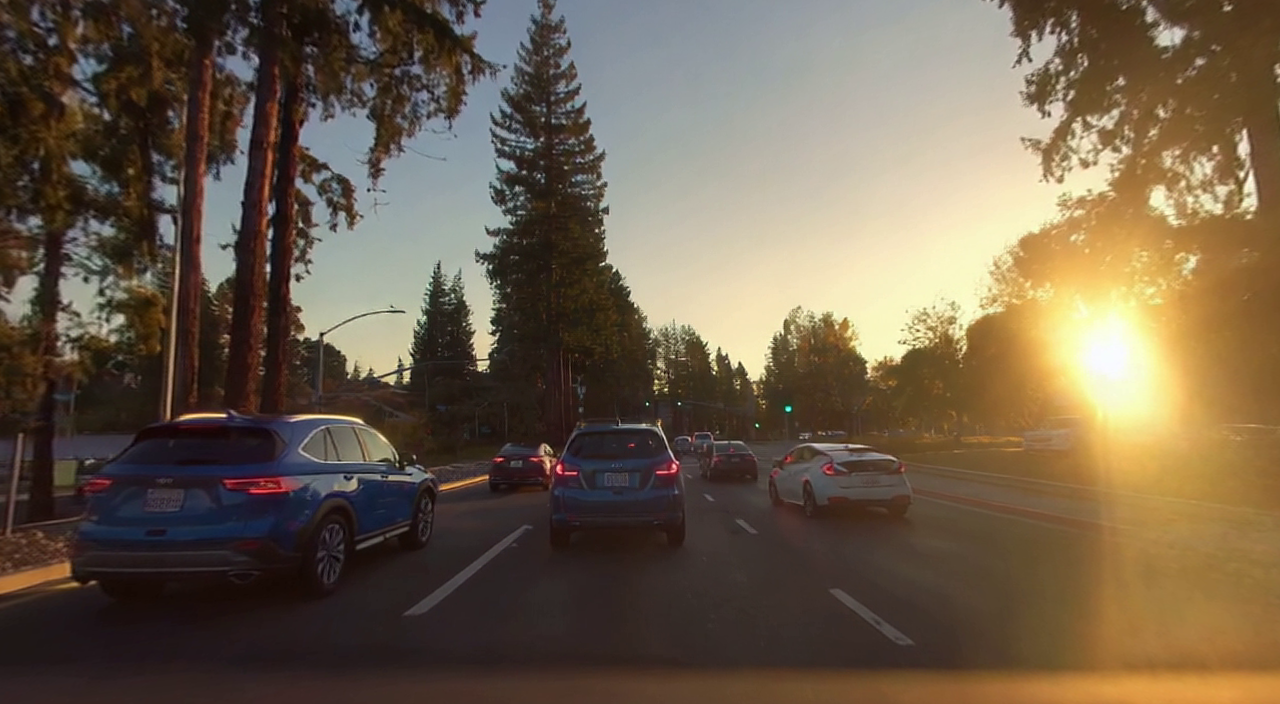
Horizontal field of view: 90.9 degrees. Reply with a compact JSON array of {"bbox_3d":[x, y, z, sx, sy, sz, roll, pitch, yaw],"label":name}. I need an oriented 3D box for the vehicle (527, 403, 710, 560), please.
[{"bbox_3d":[-0.243,1.841,9.674,2.132,1.816,4.471,0,-8,0],"label":"vehicle"}]

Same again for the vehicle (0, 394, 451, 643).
[{"bbox_3d":[-3.696,1.470,6.580,2.039,1.709,4.265,0,-8,1],"label":"vehicle"}]

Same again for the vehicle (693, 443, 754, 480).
[{"bbox_3d":[3.446,4.612,26.879,1.996,1.443,4.270,0,-8,-1],"label":"vehicle"}]

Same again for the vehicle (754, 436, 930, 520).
[{"bbox_3d":[4.098,2.632,13.803,2.036,1.480,4.659,0,-8,-4],"label":"vehicle"}]

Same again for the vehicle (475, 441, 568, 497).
[{"bbox_3d":[-3.382,3.417,18.842,1.897,1.479,4.204,0,-8,1],"label":"vehicle"}]

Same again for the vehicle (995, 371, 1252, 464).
[{"bbox_3d":[17.869,2.497,23.669,7.314,3.230,2.680,0,-8,-1],"label":"vehicle"}]
